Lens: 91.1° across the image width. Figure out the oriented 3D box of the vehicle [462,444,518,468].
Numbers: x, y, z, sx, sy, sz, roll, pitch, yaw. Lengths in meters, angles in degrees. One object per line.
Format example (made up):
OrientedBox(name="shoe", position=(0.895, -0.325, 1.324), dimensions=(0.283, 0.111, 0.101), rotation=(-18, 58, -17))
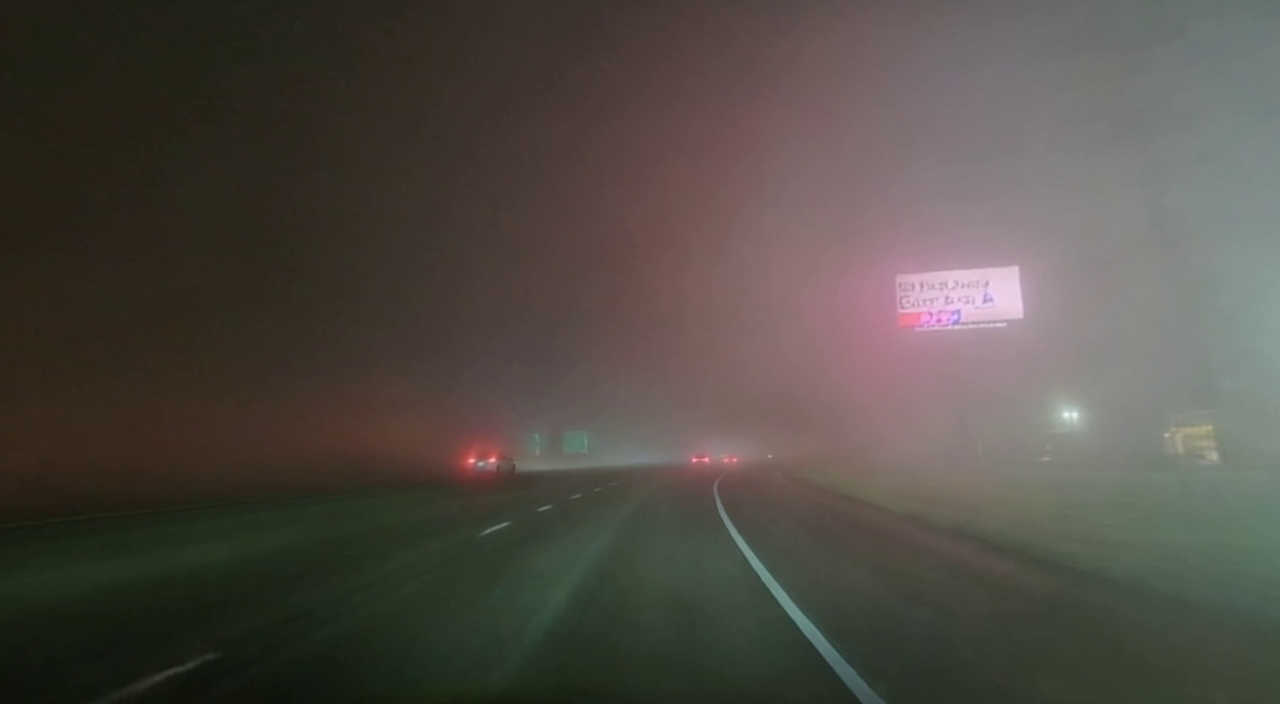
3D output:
OrientedBox(name="vehicle", position=(-11.304, 7.871, 47.674), dimensions=(2.145, 1.717, 4.448), rotation=(-2, -9, 16))
